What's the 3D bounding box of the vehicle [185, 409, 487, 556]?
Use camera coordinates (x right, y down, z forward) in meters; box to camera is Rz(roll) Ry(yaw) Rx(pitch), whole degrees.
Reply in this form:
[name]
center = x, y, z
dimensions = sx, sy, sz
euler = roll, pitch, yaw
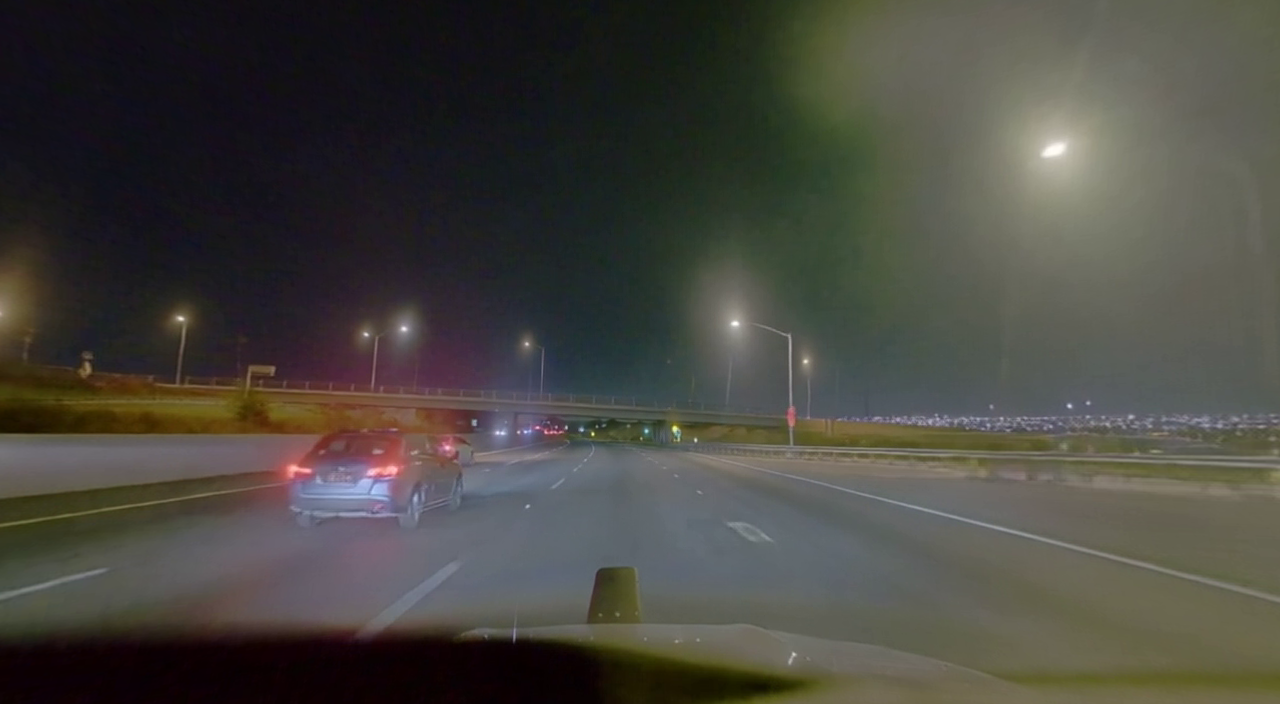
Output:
[vehicle]
center = -3.949, 1.774, 9.420
dimensions = 2.123, 1.601, 4.887
euler = 0, -8, -1
